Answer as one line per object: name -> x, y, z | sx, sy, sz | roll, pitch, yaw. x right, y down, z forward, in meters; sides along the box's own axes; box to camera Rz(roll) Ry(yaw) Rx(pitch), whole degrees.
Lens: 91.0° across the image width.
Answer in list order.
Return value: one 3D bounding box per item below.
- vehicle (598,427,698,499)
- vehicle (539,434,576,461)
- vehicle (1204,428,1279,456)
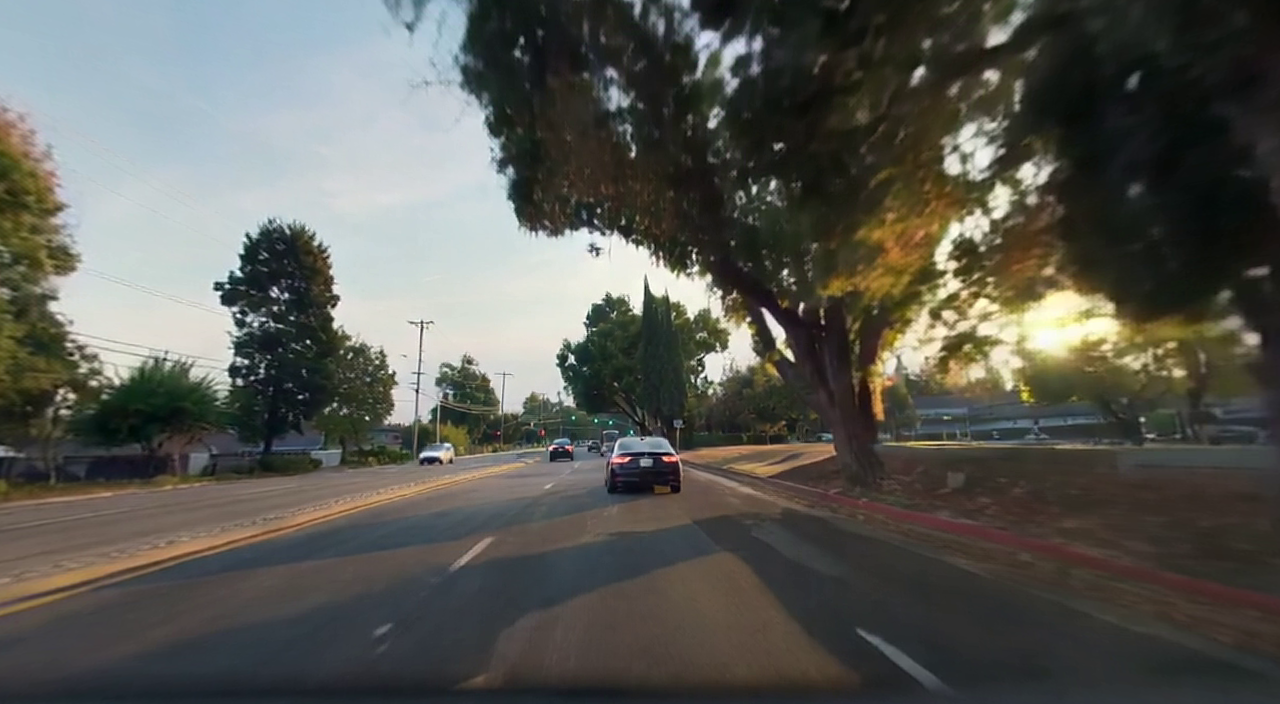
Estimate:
vehicle -> 0.024, 2.837, 16.609 | 2.235, 1.597, 4.918 | 0, -8, -4
vehicle -> -5.713, 6.637, 43.898 | 2.189, 1.776, 4.342 | 0, -8, -3
vehicle -> 34.659, 4.998, 35.066 | 1.867, 1.471, 4.788 | 0, -8, -2
